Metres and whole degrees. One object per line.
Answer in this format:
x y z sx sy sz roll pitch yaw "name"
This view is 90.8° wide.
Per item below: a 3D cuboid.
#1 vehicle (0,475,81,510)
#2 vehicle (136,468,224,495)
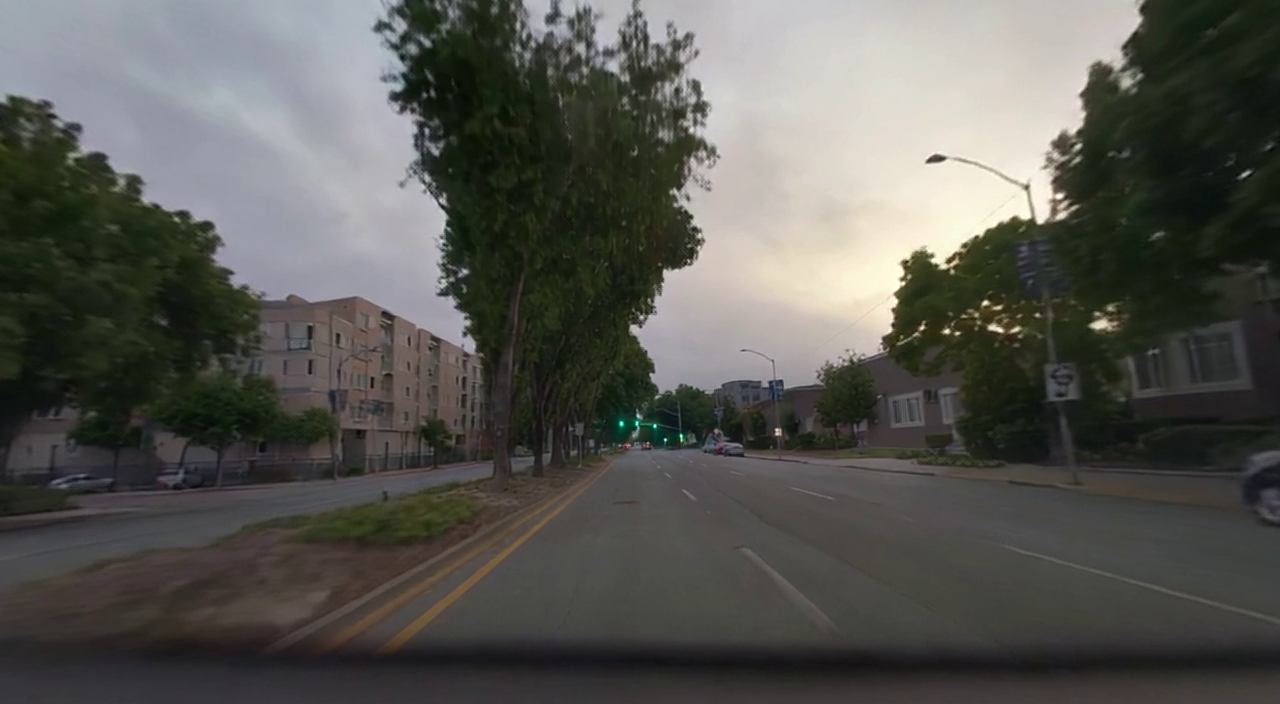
-30.973 6.893 31.013 4.646 1.544 2.187 3 -9 -19 "vehicle"
-32.487 9.115 44.812 1.807 1.568 4.997 -4 -9 13 "vehicle"
